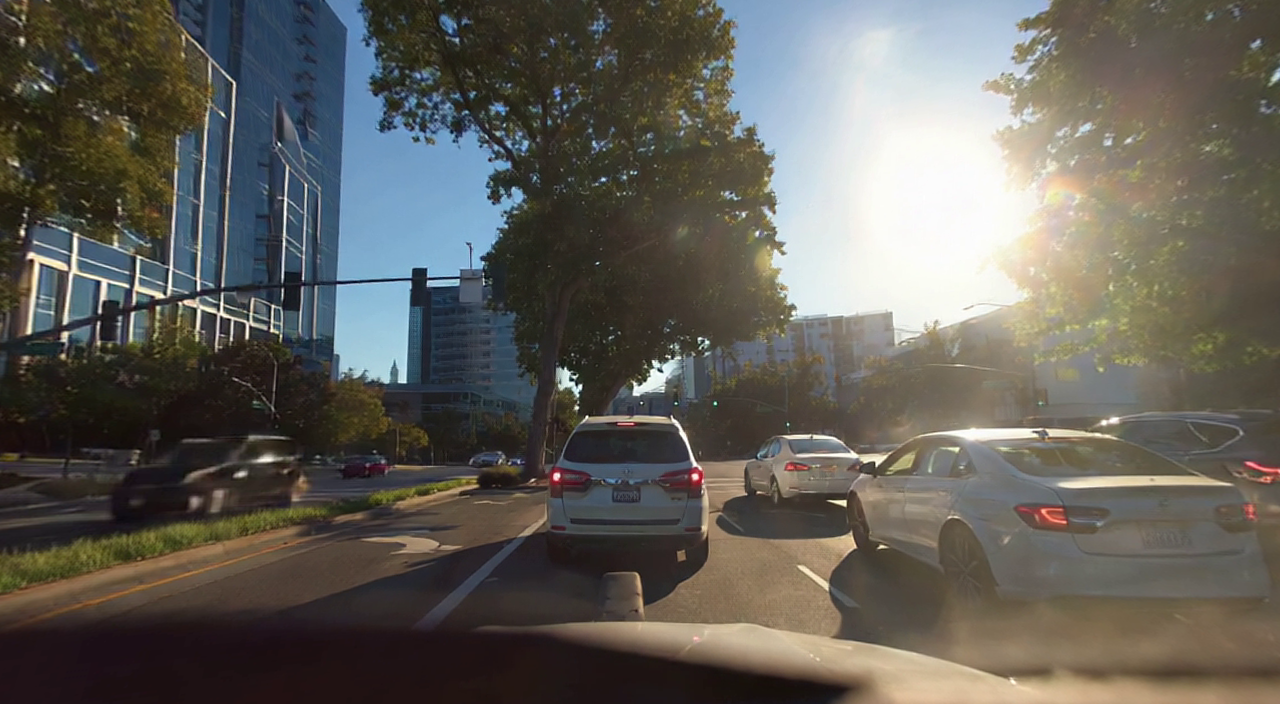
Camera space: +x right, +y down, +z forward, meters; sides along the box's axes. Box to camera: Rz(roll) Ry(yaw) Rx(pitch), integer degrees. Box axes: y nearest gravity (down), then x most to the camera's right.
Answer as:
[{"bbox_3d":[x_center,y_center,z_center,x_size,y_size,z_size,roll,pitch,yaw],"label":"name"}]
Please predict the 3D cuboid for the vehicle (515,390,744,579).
[{"bbox_3d":[-0.214,1.618,8.435,2.236,1.827,4.316,1,-9,-3],"label":"vehicle"}]

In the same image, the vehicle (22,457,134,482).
[{"bbox_3d":[-35.089,7.341,39.592,4.845,1.442,1.880,2,-9,-13],"label":"vehicle"}]

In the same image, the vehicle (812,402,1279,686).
[{"bbox_3d":[3.363,1.419,5.967,2.034,1.558,4.774,0,-9,-1],"label":"vehicle"}]

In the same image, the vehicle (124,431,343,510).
[{"bbox_3d":[-11.052,3.253,18.012,2.204,1.848,6.047,0,-9,1],"label":"vehicle"}]

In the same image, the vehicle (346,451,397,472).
[{"bbox_3d":[-20.875,8.512,49.325,1.899,1.469,4.668,0,-9,0],"label":"vehicle"}]
